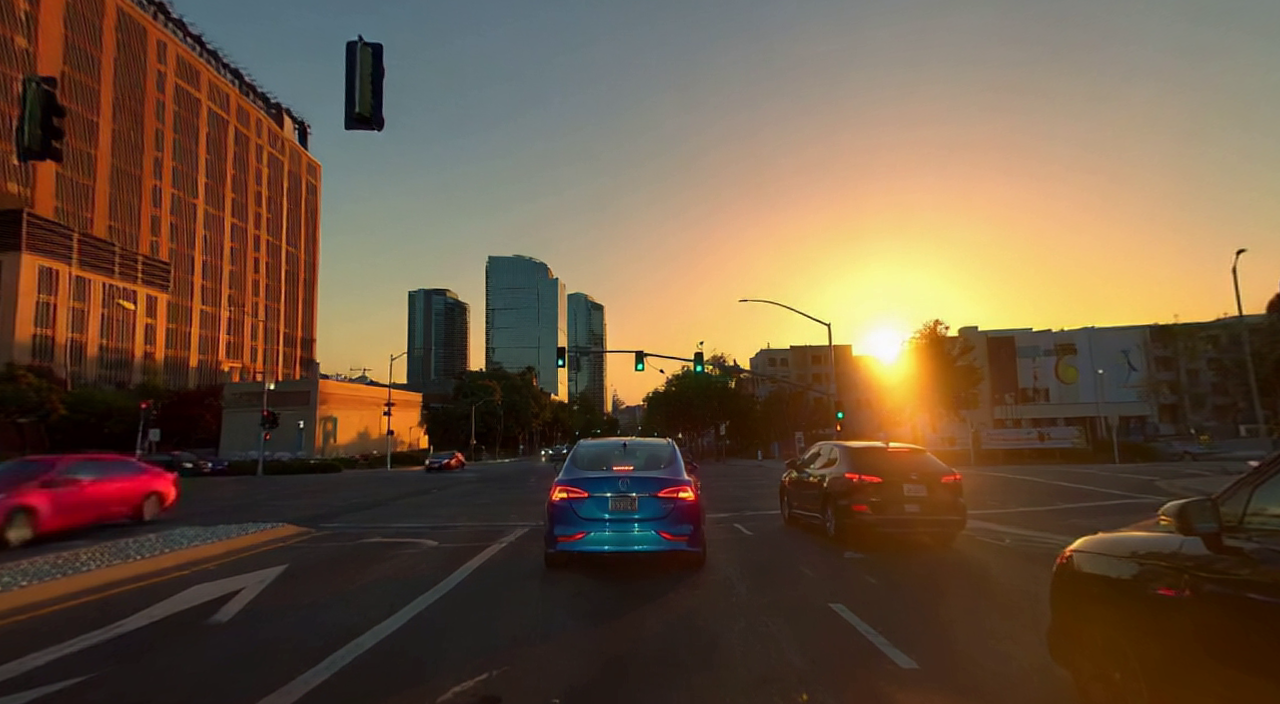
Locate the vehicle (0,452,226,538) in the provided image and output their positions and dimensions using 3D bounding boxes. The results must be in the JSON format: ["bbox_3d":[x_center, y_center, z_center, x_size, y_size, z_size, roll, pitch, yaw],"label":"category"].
[{"bbox_3d":[-11.615,2.992,13.935,1.887,1.516,4.524,0,-8,0],"label":"vehicle"}]

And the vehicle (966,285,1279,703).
[{"bbox_3d":[3.015,0.635,1.586,2.047,1.785,4.357,0,-8,0],"label":"vehicle"}]

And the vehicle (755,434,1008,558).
[{"bbox_3d":[3.226,2.007,9.625,2.009,1.414,4.416,0,-8,-2],"label":"vehicle"}]

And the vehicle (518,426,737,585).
[{"bbox_3d":[-0.135,1.765,8.073,2.095,1.502,3.873,0,-8,0],"label":"vehicle"}]

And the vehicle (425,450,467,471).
[{"bbox_3d":[-14.683,8.207,48.001,1.817,1.442,4.371,0,-8,0],"label":"vehicle"}]
